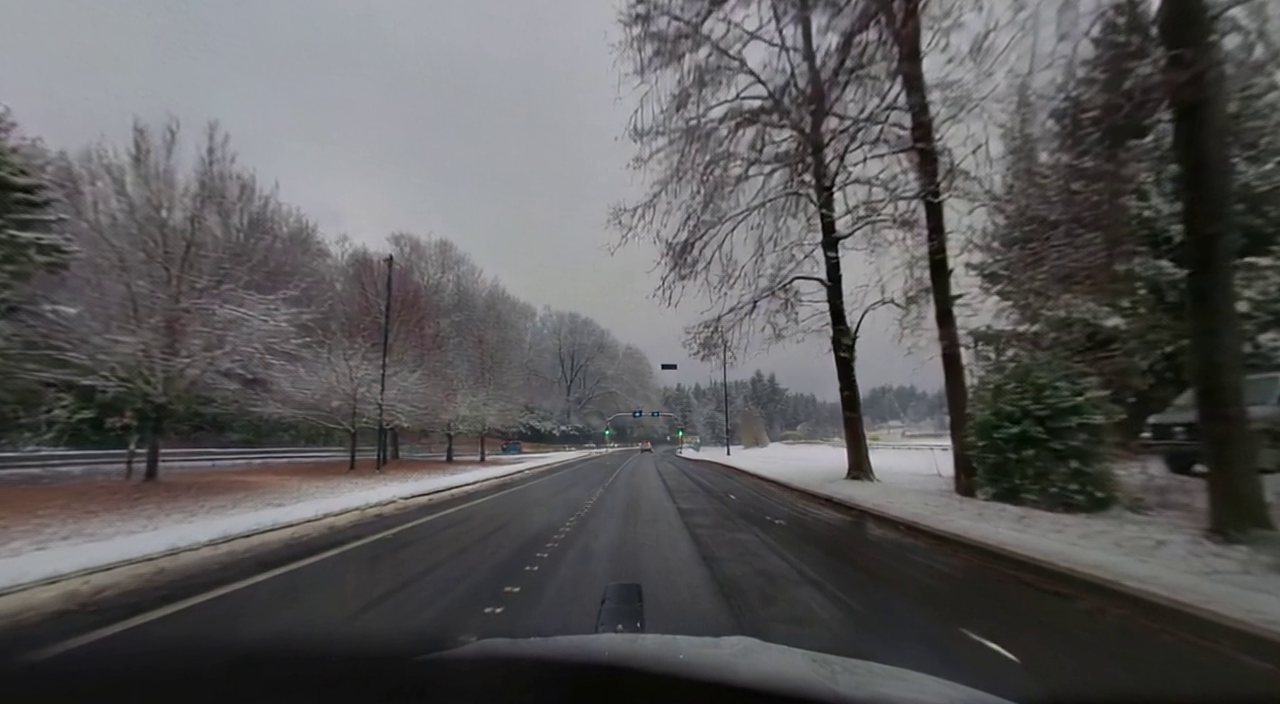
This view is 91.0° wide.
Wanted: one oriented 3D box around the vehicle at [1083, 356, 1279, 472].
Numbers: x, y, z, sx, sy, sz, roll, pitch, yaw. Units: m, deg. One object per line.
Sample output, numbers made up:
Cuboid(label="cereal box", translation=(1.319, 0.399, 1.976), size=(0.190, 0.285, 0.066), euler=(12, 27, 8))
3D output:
Cuboid(label="vehicle", translation=(11.209, 1.144, 11.072), size=(5.208, 1.823, 2.155), euler=(1, -9, -3))
